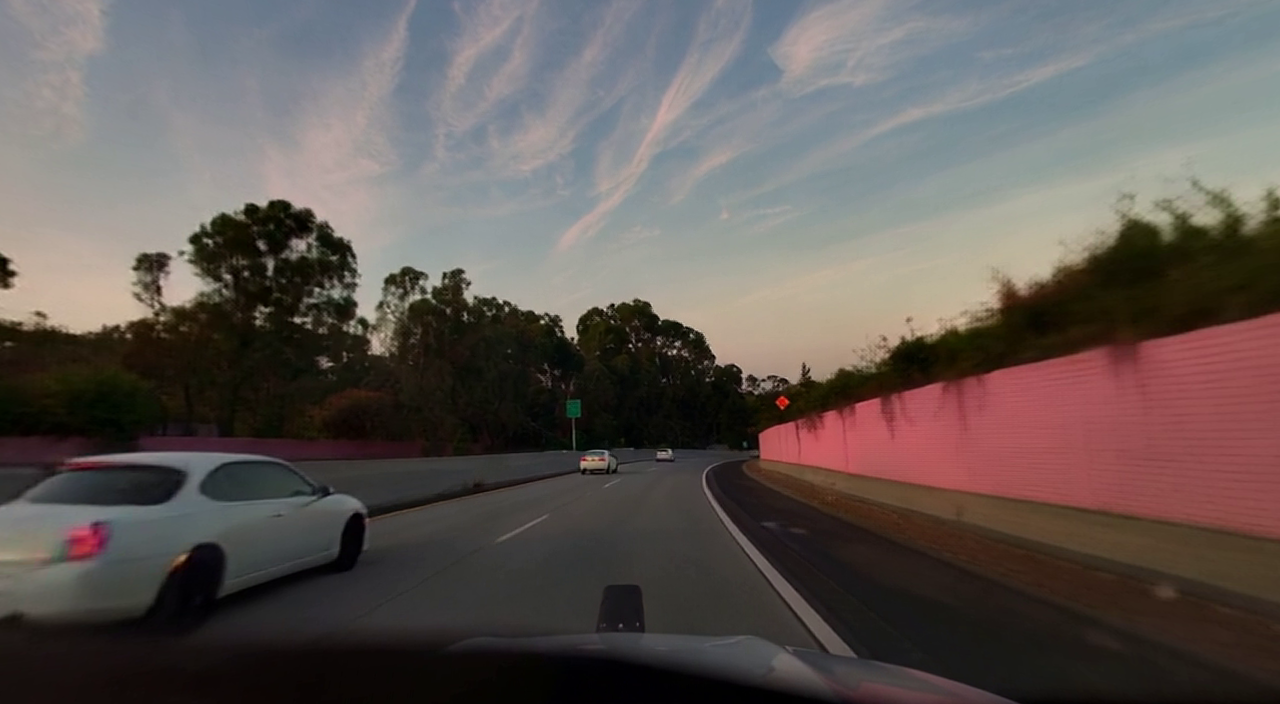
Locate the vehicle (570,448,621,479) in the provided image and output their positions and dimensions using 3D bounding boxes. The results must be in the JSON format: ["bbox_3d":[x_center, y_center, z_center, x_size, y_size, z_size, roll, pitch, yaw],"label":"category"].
[{"bbox_3d":[-2.121,5.472,31.333,1.746,1.405,4.339,-1,-9,6],"label":"vehicle"}]

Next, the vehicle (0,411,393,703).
[{"bbox_3d":[-3.665,1.311,4.788,1.884,1.469,3.959,0,-9,1],"label":"vehicle"}]
